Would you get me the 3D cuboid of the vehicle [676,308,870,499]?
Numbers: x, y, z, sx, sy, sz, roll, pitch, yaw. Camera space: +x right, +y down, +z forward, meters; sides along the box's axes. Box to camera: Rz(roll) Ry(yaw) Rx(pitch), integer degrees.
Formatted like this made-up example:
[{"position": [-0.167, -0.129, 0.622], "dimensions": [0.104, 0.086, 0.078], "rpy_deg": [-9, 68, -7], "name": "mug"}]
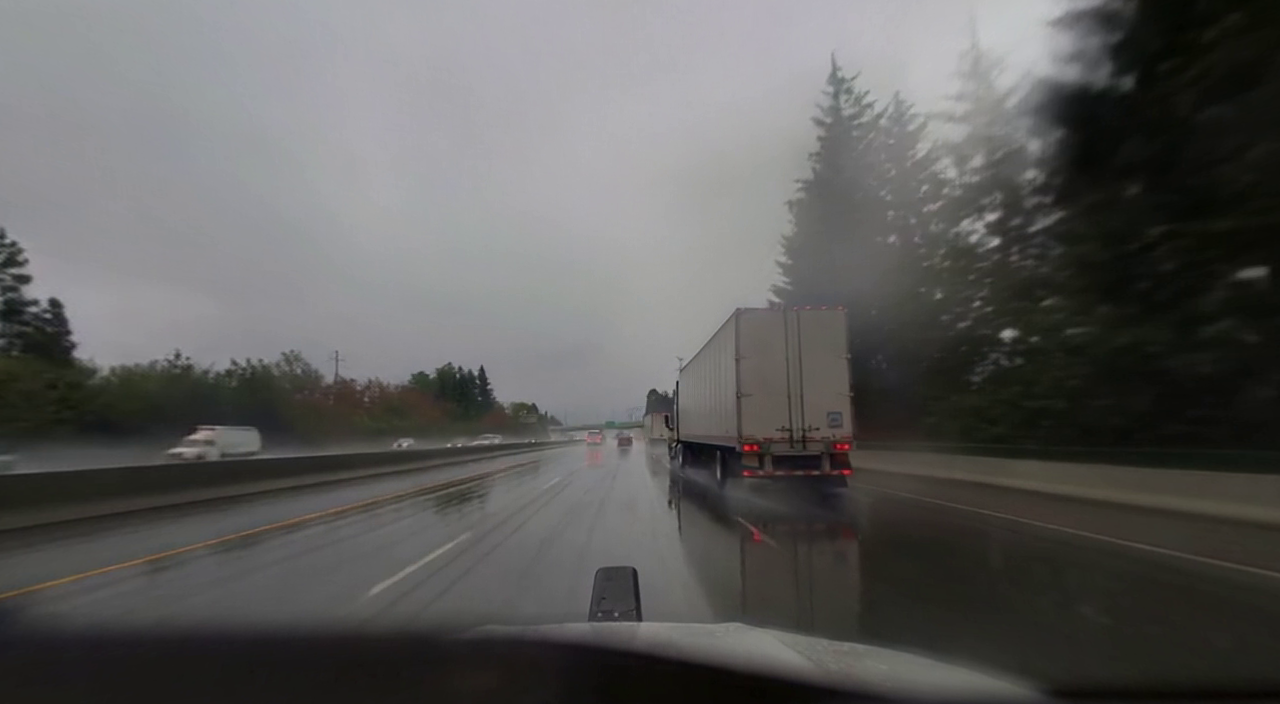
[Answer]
[{"position": [3.218, 2.029, 20.556], "dimensions": [2.905, 4.080, 14.157], "rpy_deg": [0, -8, -2], "name": "vehicle"}]
